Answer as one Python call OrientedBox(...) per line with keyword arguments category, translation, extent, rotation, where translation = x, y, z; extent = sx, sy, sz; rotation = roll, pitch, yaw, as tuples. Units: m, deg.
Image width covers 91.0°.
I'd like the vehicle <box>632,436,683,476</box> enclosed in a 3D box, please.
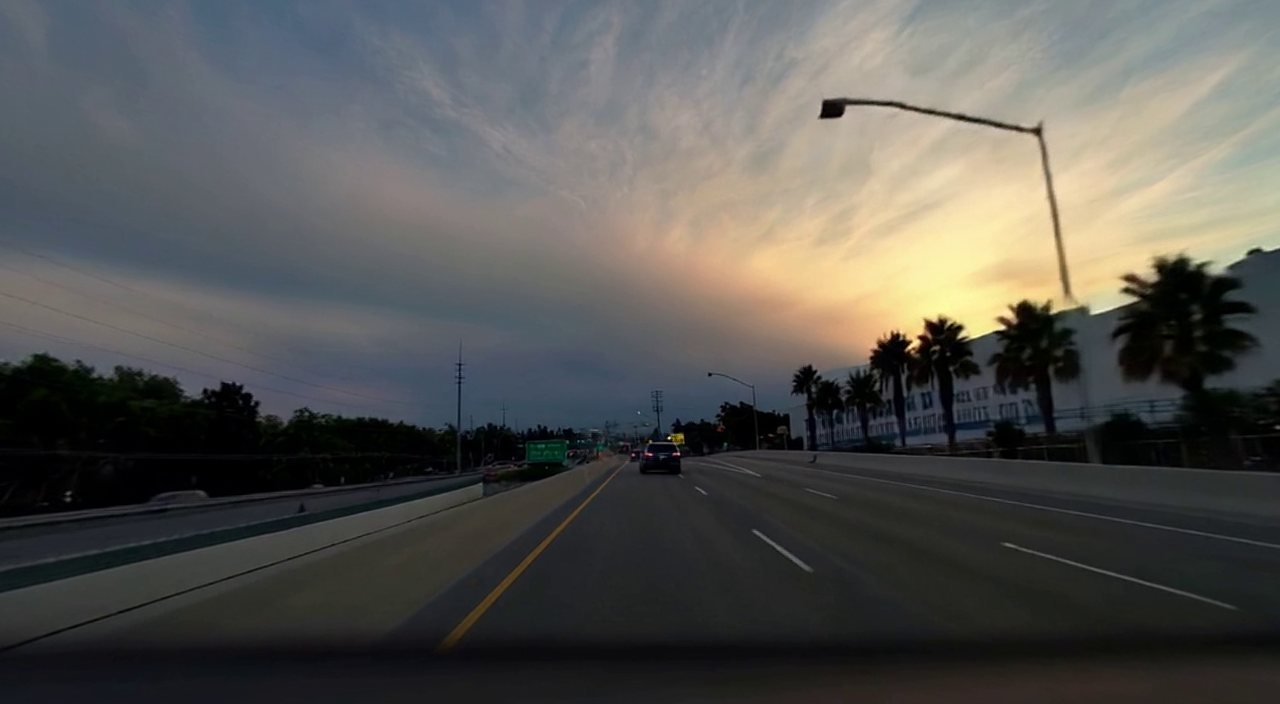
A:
OrientedBox(category="vehicle", translation=(0.717, 4.844, 29.479), extent=(2.089, 1.718, 4.193), rotation=(0, -9, -2))
